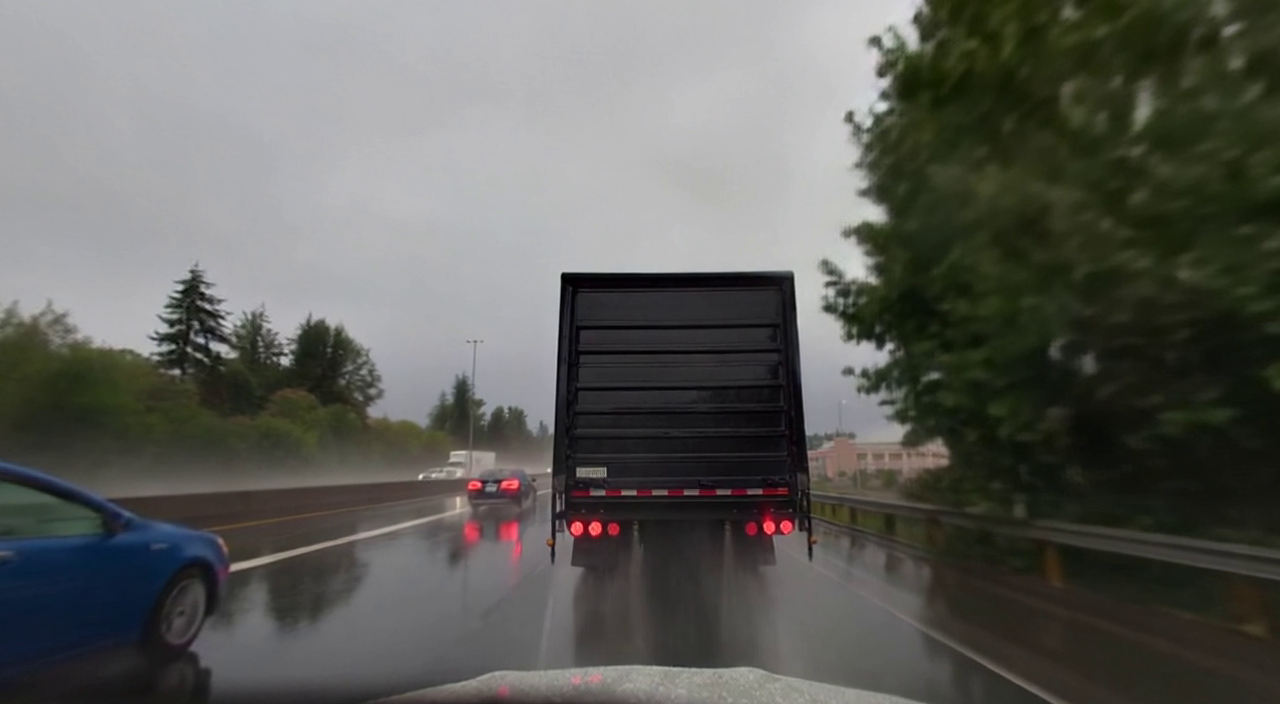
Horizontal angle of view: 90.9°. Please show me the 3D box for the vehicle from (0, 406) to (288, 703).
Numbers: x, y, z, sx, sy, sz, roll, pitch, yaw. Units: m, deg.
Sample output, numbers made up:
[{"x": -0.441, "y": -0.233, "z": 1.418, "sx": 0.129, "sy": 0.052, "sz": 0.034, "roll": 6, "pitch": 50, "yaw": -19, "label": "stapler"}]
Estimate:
[{"x": -3.939, "y": 0.993, "z": 2.649, "sx": 1.983, "sy": 1.575, "sz": 4.973, "roll": 1, "pitch": -11, "yaw": 0, "label": "vehicle"}]

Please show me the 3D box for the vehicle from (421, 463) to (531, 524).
[{"x": -4.492, "y": 3.955, "z": 18.027, "sx": 1.891, "sy": 1.469, "sz": 4.431, "roll": 0, "pitch": -11, "yaw": 1, "label": "vehicle"}]

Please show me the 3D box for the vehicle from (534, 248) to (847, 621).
[{"x": 0.616, "y": 1.483, "z": 10.314, "sx": 2.831, "sy": 3.529, "sz": 8.689, "roll": 0, "pitch": -11, "yaw": 2, "label": "vehicle"}]
